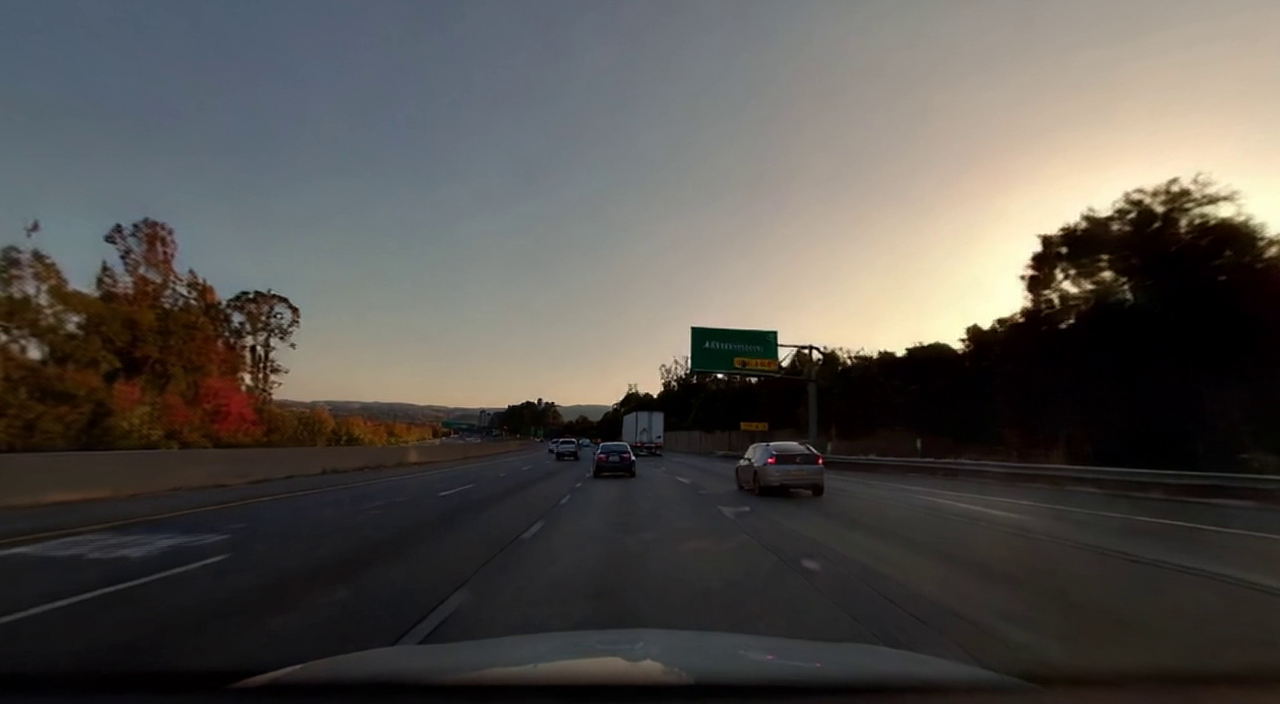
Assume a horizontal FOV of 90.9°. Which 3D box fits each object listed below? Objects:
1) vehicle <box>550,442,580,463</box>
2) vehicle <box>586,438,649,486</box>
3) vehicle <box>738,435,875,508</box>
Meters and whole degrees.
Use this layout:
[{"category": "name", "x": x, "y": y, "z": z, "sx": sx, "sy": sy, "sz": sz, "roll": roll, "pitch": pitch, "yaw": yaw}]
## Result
[{"category": "vehicle", "x": -5.682, "y": 7.690, "z": 48.296, "sx": 2.072, "sy": 1.512, "sz": 4.043, "roll": 0, "pitch": -9, "yaw": -4}, {"category": "vehicle", "x": -0.797, "y": 3.850, "z": 22.346, "sx": 2.020, "sy": 1.516, "sz": 3.951, "roll": 0, "pitch": -9, "yaw": -2}, {"category": "vehicle", "x": 3.754, "y": 2.774, "z": 15.115, "sx": 1.971, "sy": 1.472, "sz": 4.301, "roll": 0, "pitch": -9, "yaw": -2}]
